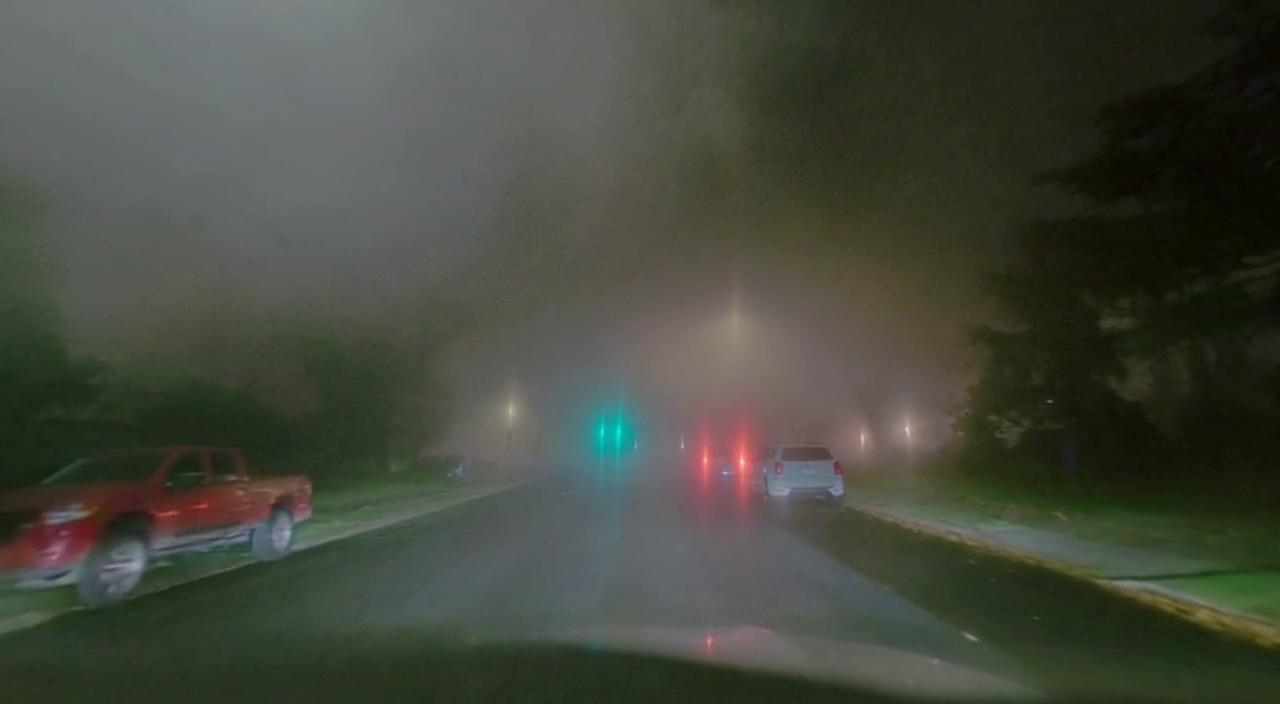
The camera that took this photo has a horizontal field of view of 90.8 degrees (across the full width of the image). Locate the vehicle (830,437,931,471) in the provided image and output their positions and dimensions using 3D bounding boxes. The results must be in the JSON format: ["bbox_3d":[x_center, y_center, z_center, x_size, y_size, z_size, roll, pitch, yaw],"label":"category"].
[{"bbox_3d":[12.468,5.322,33.032,4.470,1.624,2.047,-2,-9,6],"label":"vehicle"}]

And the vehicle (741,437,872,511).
[{"bbox_3d":[4.036,3.054,16.263,2.043,1.585,4.687,-1,-9,-1],"label":"vehicle"}]

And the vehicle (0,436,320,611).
[{"bbox_3d":[-6.913,2.116,8.815,2.119,1.760,4.294,-2,-9,10],"label":"vehicle"}]

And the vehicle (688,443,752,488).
[{"bbox_3d":[3.113,4.512,25.437,2.037,1.595,4.536,-1,-9,1],"label":"vehicle"}]
